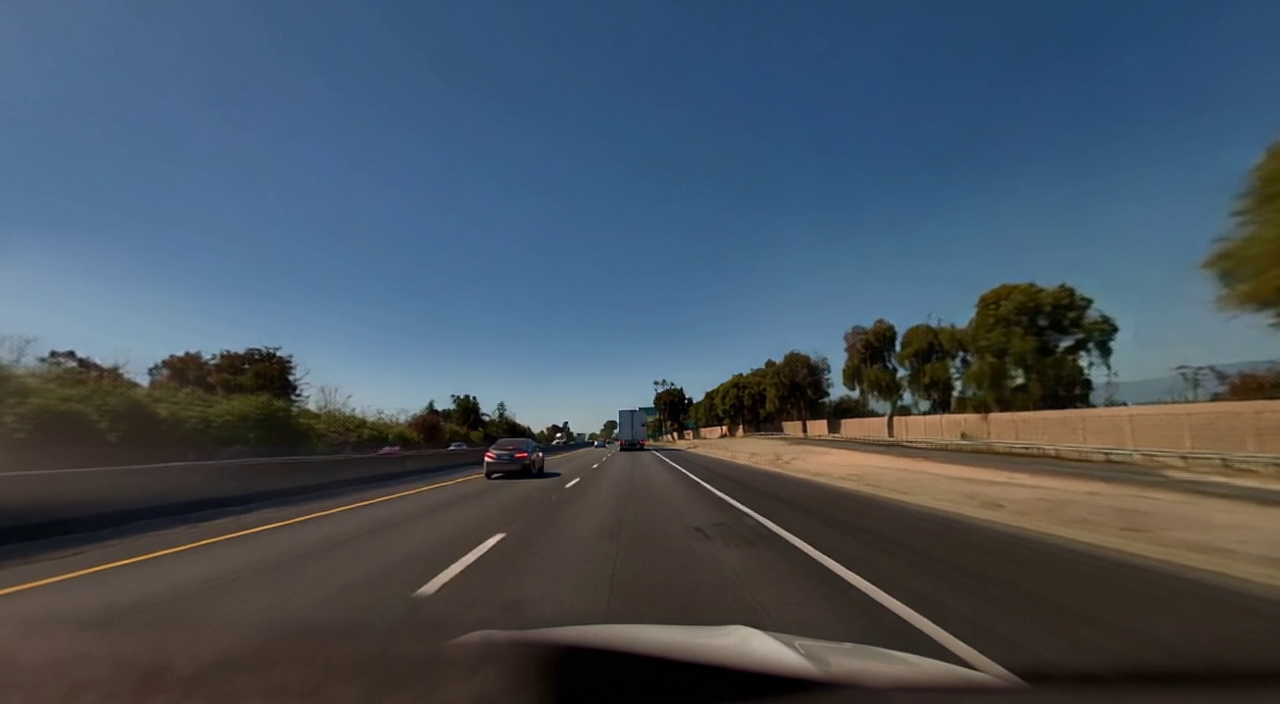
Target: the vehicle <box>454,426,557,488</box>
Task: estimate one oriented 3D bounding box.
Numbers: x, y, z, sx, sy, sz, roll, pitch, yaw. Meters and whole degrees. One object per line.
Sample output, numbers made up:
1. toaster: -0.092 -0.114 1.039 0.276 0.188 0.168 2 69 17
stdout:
1. vehicle: -3.905 3.117 19.192 2.123 1.655 4.688 0 -8 0
